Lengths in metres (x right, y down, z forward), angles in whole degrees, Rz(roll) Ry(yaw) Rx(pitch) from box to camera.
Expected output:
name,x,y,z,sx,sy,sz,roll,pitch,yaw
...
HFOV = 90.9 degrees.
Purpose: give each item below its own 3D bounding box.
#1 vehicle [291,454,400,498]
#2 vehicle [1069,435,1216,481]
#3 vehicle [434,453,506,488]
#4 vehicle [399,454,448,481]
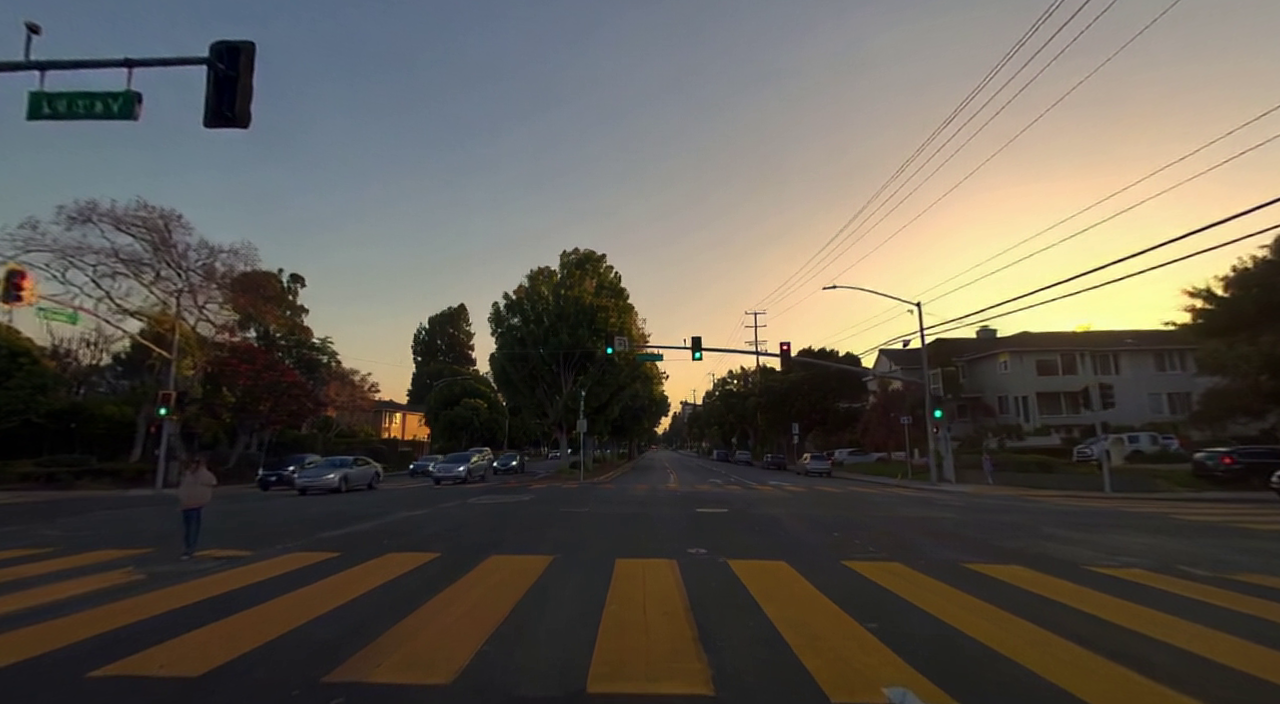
name,x,y,z,sx,sy,sz,roll,pitch,yaw
vehicle,-10.991,4.630,23.936,2.007,1.451,4.242,0,-8,1
vehicle,25.310,5.336,32.076,2.177,2.086,5.514,2,-9,-13
vehicle,-7.712,5.383,29.029,1.958,1.415,4.312,-1,-8,2
vehicle,-13.916,7.449,40.757,1.783,1.592,3.978,0,-8,0
